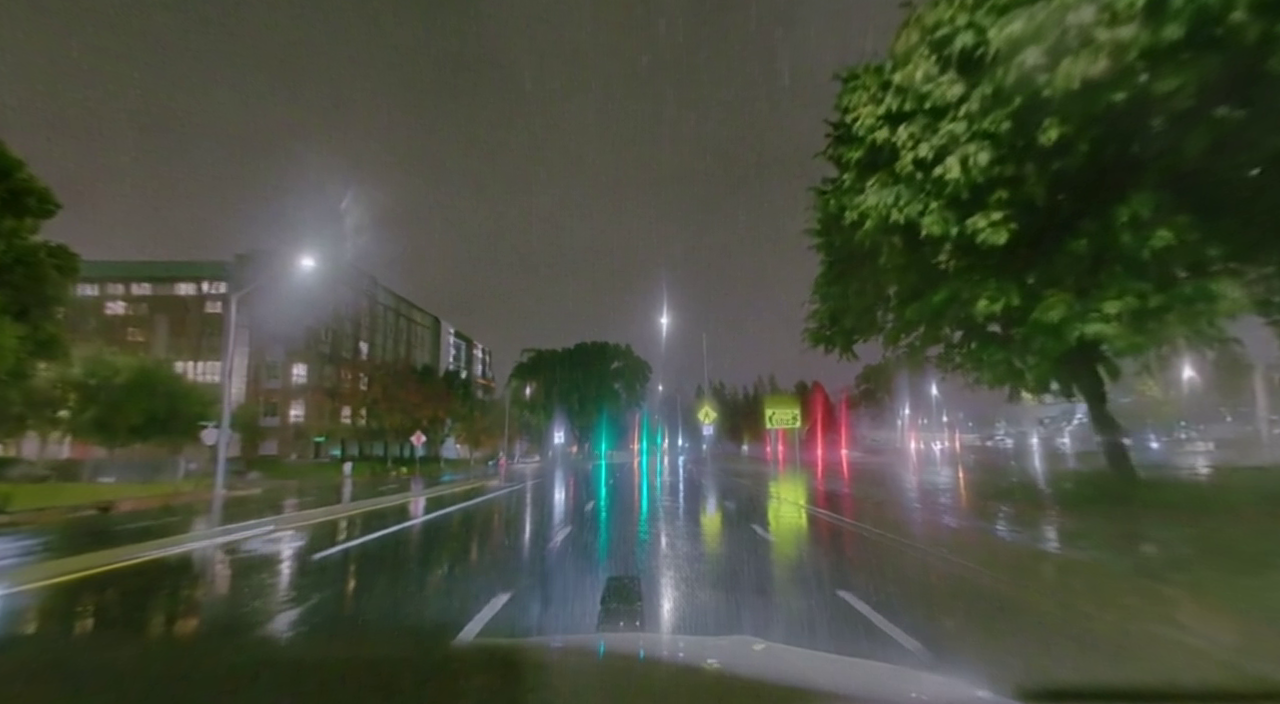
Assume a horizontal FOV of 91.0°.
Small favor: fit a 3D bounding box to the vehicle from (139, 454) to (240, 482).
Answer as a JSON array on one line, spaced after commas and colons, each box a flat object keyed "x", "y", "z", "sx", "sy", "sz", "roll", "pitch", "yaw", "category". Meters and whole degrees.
[{"x": -29.214, "y": 7.553, "z": 40.967, "sx": 4.899, "sy": 1.535, "sz": 1.926, "roll": -1, "pitch": -10, "yaw": -6, "category": "vehicle"}]
